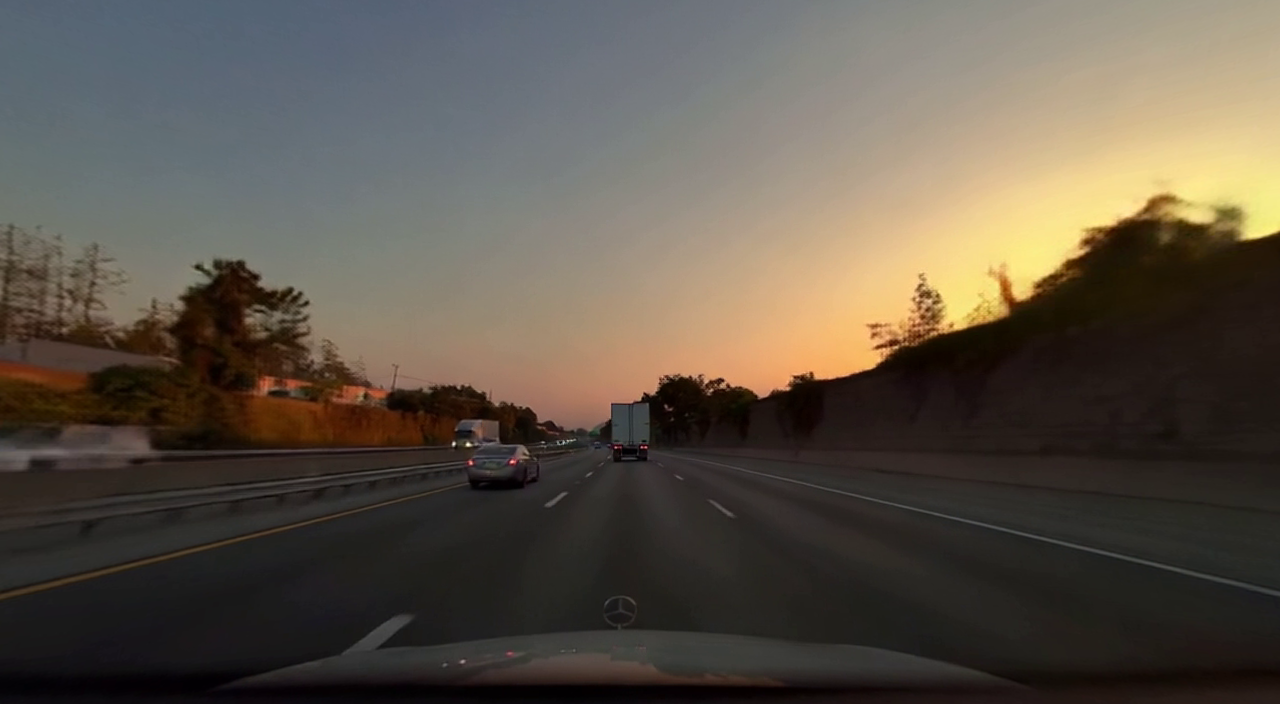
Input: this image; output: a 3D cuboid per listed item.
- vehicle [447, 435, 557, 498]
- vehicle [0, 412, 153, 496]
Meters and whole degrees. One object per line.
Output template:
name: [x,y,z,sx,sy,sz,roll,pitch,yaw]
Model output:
vehicle: [-3.682,3.149,17.644,2.057,1.519,4.372,0,-9,1]
vehicle: [-13.547,2.261,13.916,1.983,1.629,4.311,0,-9,0]
